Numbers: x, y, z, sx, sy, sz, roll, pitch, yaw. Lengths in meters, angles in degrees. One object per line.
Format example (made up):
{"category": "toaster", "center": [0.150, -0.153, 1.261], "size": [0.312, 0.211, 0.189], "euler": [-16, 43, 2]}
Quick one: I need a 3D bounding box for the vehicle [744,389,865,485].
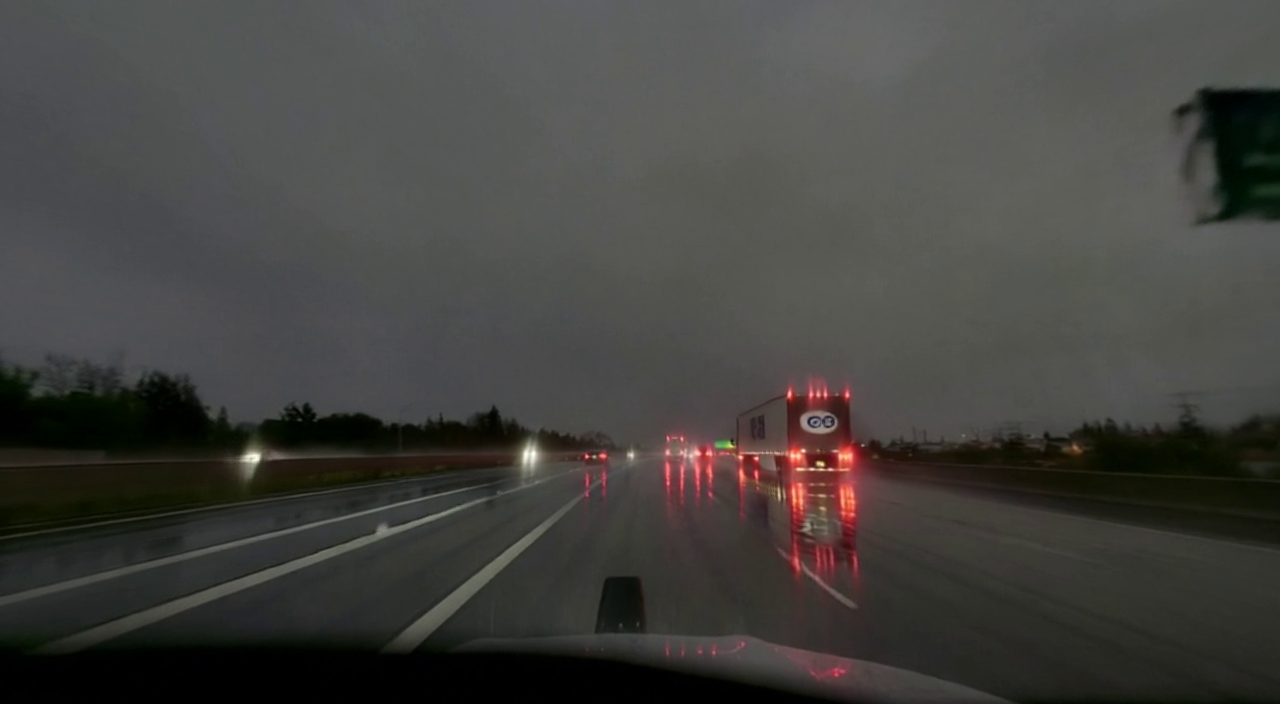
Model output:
{"category": "vehicle", "center": [8.442, 4.847, 35.234], "size": [2.912, 4.143, 15.538], "euler": [0, -9, 1]}

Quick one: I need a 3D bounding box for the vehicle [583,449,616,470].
{"category": "vehicle", "center": [-3.066, 8.236, 48.445], "size": [2.164, 1.507, 4.748], "euler": [0, -9, 1]}
